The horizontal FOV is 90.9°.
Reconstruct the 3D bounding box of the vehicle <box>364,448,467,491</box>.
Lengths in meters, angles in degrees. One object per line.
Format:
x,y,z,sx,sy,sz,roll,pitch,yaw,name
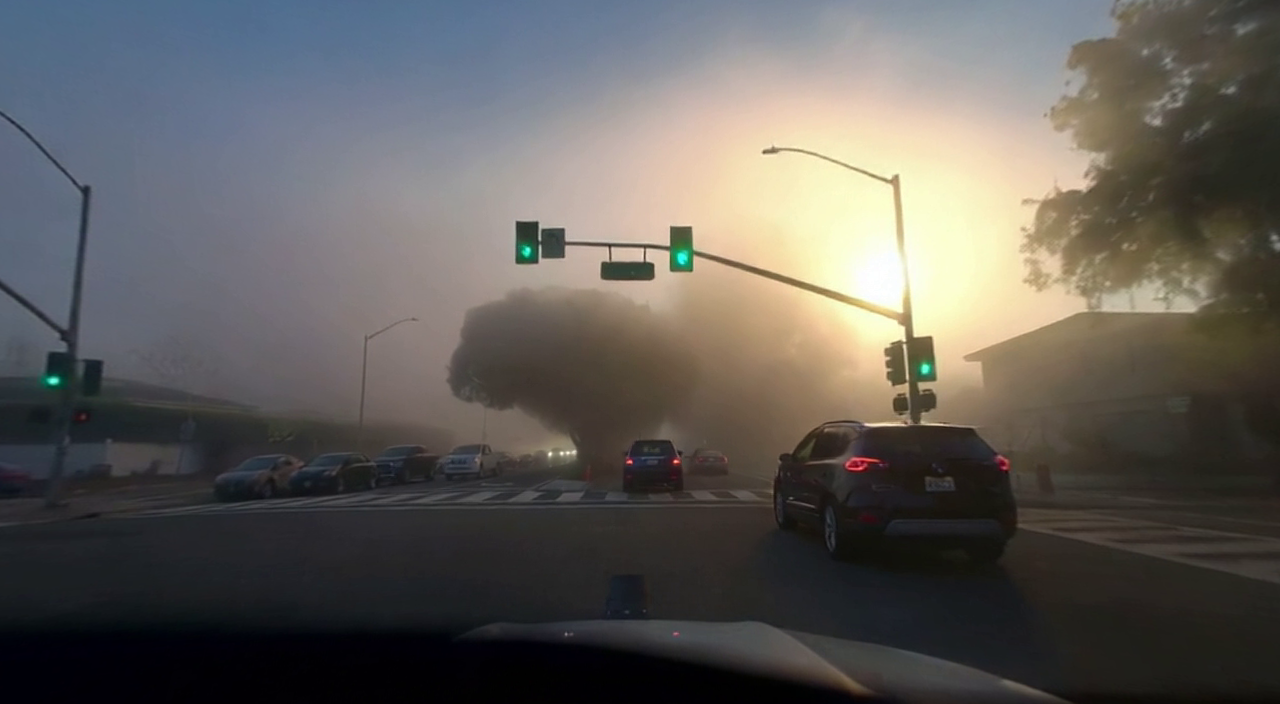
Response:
-8.237,4.339,23.710,2.083,1.420,4.702,0,-8,1,vehicle

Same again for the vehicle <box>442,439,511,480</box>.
-8.352,5.493,32.664,2.182,1.939,4.889,0,-8,1,vehicle

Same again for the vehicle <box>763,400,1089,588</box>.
3.201,1.692,8.347,2.166,1.799,4.372,0,-8,-1,vehicle

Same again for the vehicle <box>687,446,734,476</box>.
3.844,6.043,35.277,2.096,1.489,4.757,0,-8,0,vehicle

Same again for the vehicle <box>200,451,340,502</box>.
-12.208,4.096,21.233,1.959,1.450,4.487,0,-8,0,vehicle

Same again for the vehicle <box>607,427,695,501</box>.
0.294,3.134,18.074,2.185,1.822,4.391,0,-8,1,vehicle
